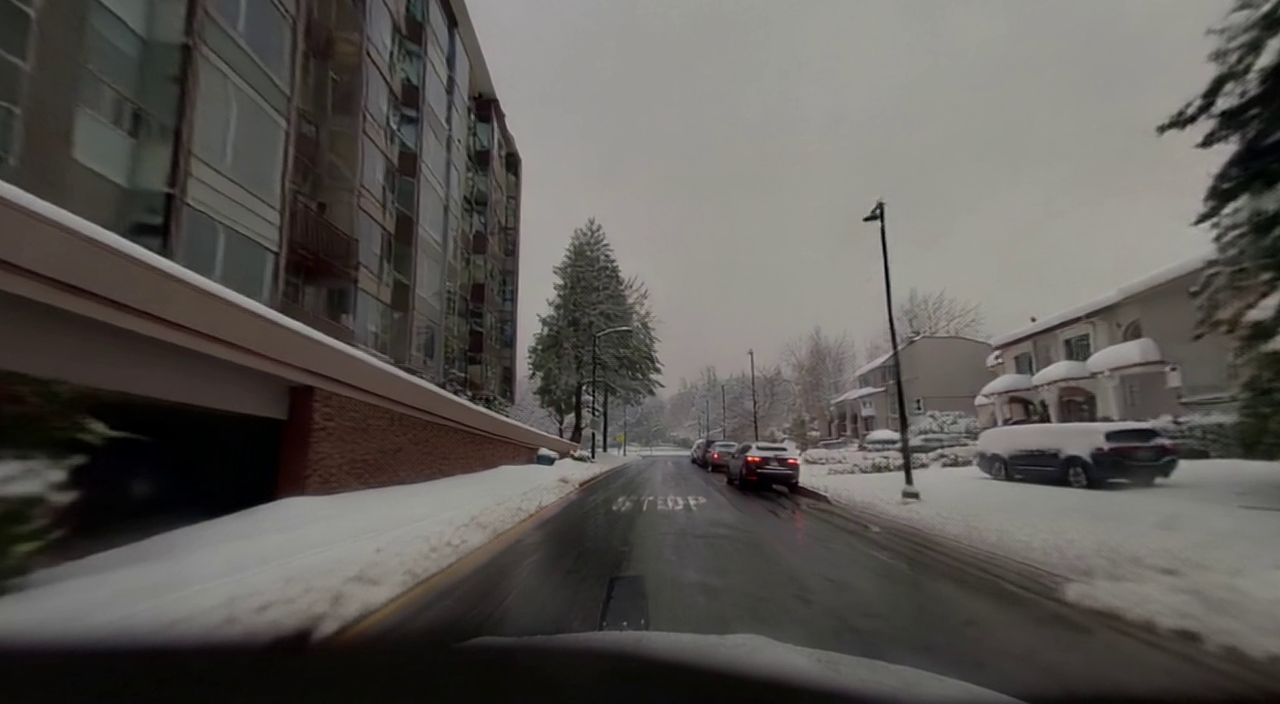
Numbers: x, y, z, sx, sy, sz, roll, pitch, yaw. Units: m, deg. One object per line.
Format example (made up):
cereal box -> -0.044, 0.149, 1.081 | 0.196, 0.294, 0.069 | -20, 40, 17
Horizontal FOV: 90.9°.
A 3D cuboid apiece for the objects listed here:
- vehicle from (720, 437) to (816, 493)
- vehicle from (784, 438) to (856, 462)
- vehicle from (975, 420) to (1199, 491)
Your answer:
vehicle -> 3.757, 3.406, 19.383 | 2.024, 1.475, 4.565 | 0, -9, 0
vehicle -> 11.897, 6.498, 41.947 | 4.163, 1.471, 1.914 | -1, -9, -1
vehicle -> 10.497, 2.499, 15.438 | 1.997, 1.430, 4.986 | 0, -9, 2
